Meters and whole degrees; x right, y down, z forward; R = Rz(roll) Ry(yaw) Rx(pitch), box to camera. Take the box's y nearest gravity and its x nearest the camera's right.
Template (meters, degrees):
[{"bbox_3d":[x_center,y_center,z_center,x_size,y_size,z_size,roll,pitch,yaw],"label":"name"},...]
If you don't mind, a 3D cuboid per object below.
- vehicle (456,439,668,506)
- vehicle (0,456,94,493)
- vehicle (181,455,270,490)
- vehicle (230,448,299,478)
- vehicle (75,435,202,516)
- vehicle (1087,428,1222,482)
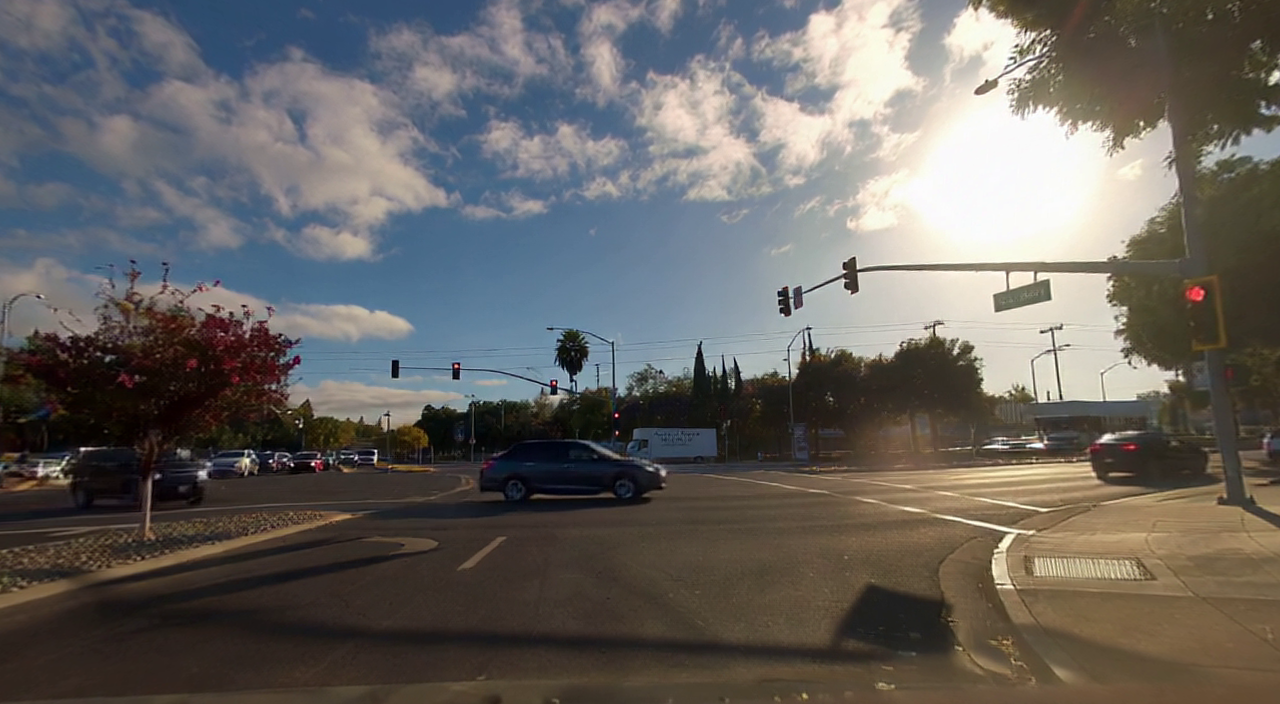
[{"bbox_3d":[-1.771,2.871,15.326,4.728,1.471,1.957,-1,-9,6],"label":"vehicle"},{"bbox_3d":[-31.179,6.264,32.642,2.142,1.723,4.692,1,-9,-9],"label":"vehicle"},{"bbox_3d":[-20.007,5.794,30.730,1.999,1.468,4.702,2,-9,-12],"label":"vehicle"},{"bbox_3d":[-26.332,7.769,44.531,2.213,1.956,5.254,1,-9,-8],"label":"vehicle"},{"bbox_3d":[-14.742,3.465,18.401,2.358,1.937,5.896,7,-12,-41],"label":"vehicle"},{"bbox_3d":[17.058,3.383,20.928,4.281,1.621,1.903,5,-10,-29],"label":"vehicle"}]
